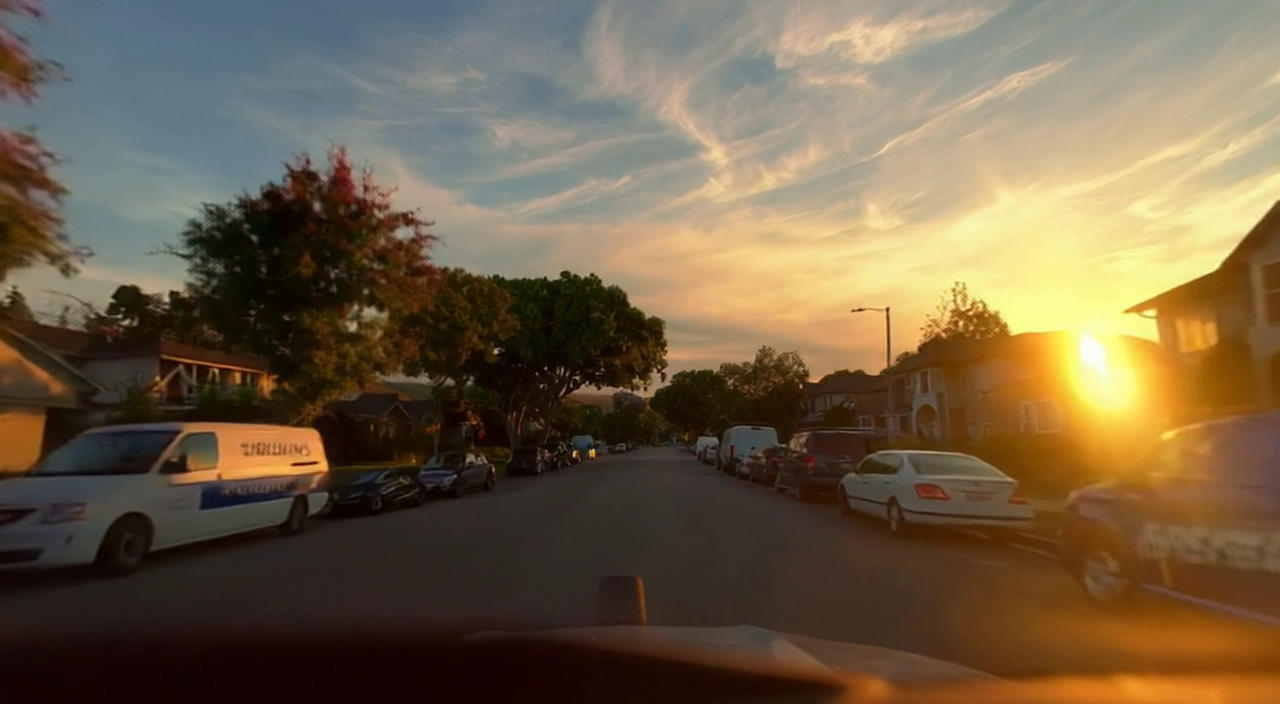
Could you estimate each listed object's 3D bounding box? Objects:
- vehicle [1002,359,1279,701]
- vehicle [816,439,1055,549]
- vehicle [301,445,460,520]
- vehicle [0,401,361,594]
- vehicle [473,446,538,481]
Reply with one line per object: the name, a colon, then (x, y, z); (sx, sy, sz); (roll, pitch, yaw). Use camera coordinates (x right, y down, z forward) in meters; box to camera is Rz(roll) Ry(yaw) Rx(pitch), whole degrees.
vehicle: (4.429, 0.961, 3.430); (1.985, 1.819, 5.163); (0, -8, 2)
vehicle: (4.566, 2.224, 10.687); (1.811, 1.439, 4.521); (0, -8, -1)
vehicle: (-6.265, 3.157, 15.978); (1.840, 1.476, 4.739); (-2, -8, 3)
vehicle: (-6.685, 1.948, 9.602); (2.085, 1.997, 5.755); (-2, -8, 2)
vehicle: (-6.182, 5.151, 29.637); (1.869, 1.467, 4.921); (-1, -8, 2)
